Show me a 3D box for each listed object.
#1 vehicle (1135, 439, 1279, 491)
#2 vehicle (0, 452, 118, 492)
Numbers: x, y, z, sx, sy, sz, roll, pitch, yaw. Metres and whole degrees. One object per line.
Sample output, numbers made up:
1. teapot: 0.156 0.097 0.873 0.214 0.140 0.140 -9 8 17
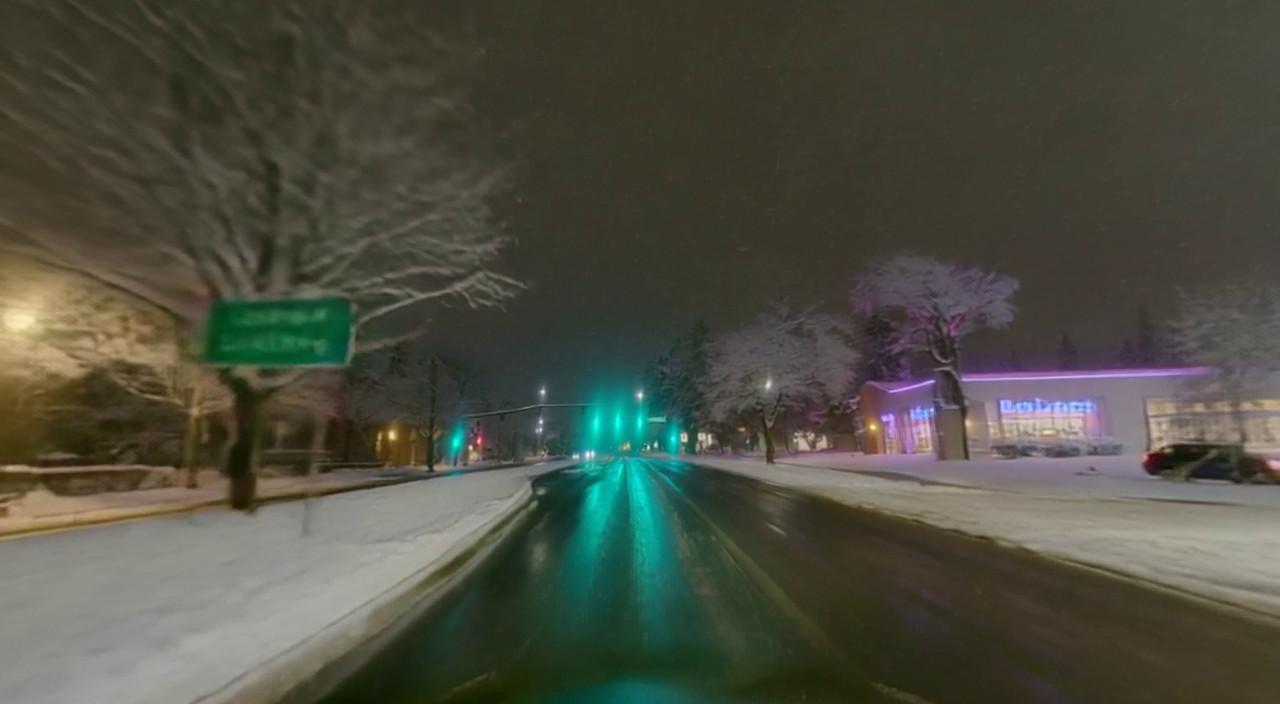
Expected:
1. vehicle: 19.579 3.703 20.949 1.869 1.481 4.459 1 -9 -25
2. vehicle: -27.134 5.414 28.753 4.731 1.677 1.999 4 -10 -28
